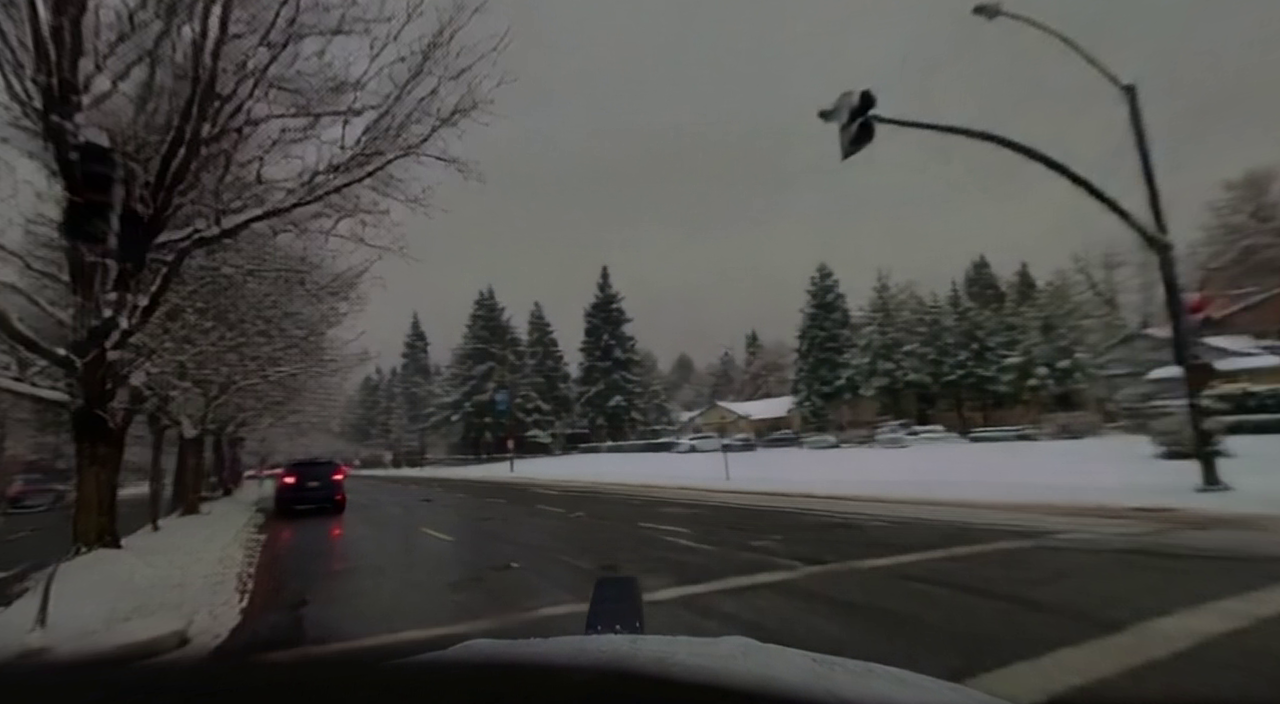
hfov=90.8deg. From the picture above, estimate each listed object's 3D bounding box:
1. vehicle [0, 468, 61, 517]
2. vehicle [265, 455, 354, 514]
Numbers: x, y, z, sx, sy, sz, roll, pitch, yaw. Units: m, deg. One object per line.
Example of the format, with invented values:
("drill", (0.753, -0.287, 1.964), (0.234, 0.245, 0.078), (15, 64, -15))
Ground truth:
("vehicle", (-28.460, 6.344, 28.722), (2.043, 1.894, 4.603), (5, -10, -30))
("vehicle", (-10.604, 4.099, 20.110), (2.093, 1.591, 4.247), (5, -10, -31))
